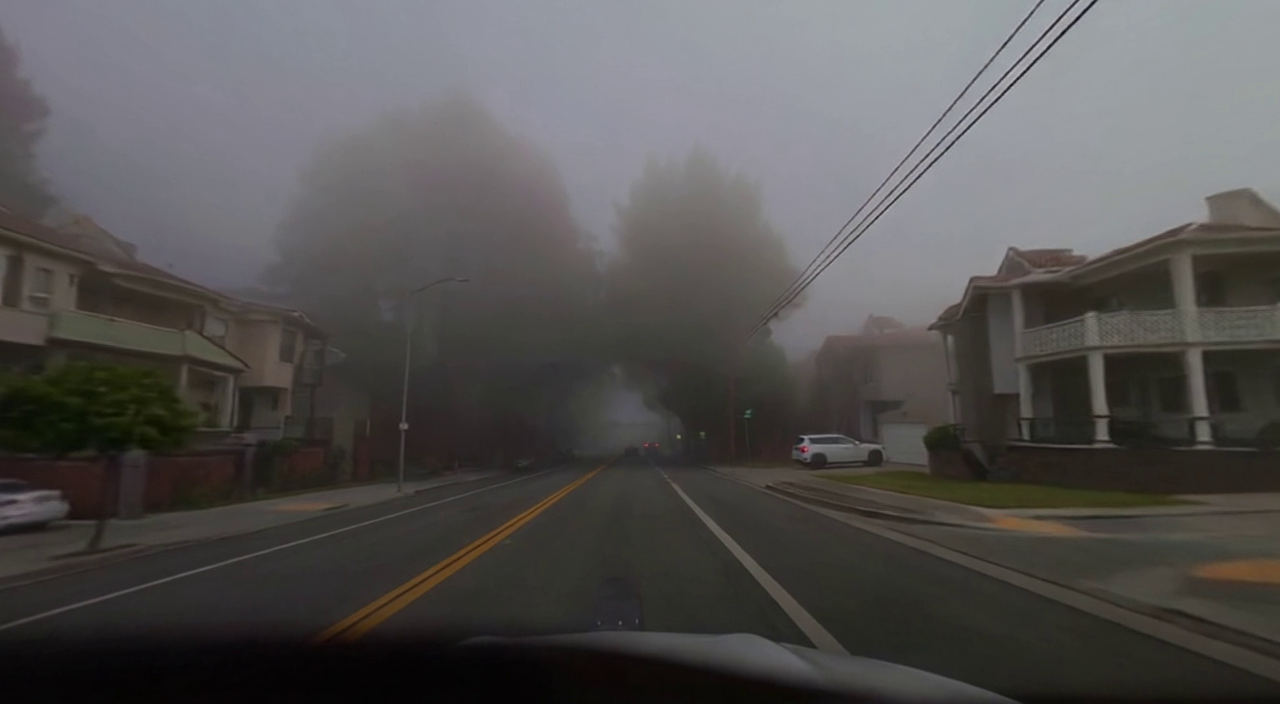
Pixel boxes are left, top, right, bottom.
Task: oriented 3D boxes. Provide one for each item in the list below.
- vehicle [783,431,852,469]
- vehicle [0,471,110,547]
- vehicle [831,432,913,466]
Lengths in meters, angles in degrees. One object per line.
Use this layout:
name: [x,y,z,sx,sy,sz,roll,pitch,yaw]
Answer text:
vehicle: [9.109,5.068,32.846,2.121,1.785,4.693,0,-9,-1]
vehicle: [-15.362,3.696,14.846,2.124,1.538,4.237,-1,-8,0]
vehicle: [11.867,5.029,32.716,2.181,1.530,4.867,-2,-8,-3]
